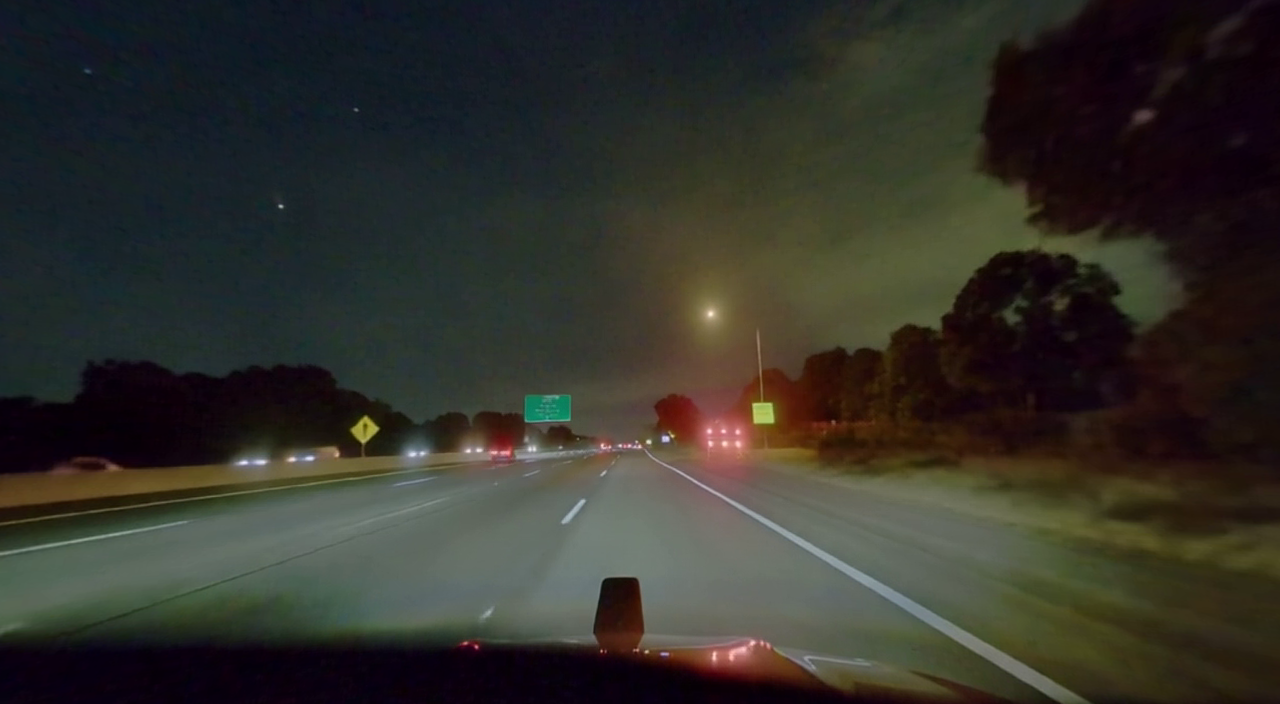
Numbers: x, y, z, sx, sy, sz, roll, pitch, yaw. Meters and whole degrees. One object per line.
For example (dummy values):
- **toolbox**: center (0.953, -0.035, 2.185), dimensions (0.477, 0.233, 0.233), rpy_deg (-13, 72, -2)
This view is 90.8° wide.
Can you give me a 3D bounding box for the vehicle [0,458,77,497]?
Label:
- **vehicle**: center (-25.098, 4.963, 25.127), dimensions (1.831, 1.410, 3.862), rpy_deg (0, -9, -1)
